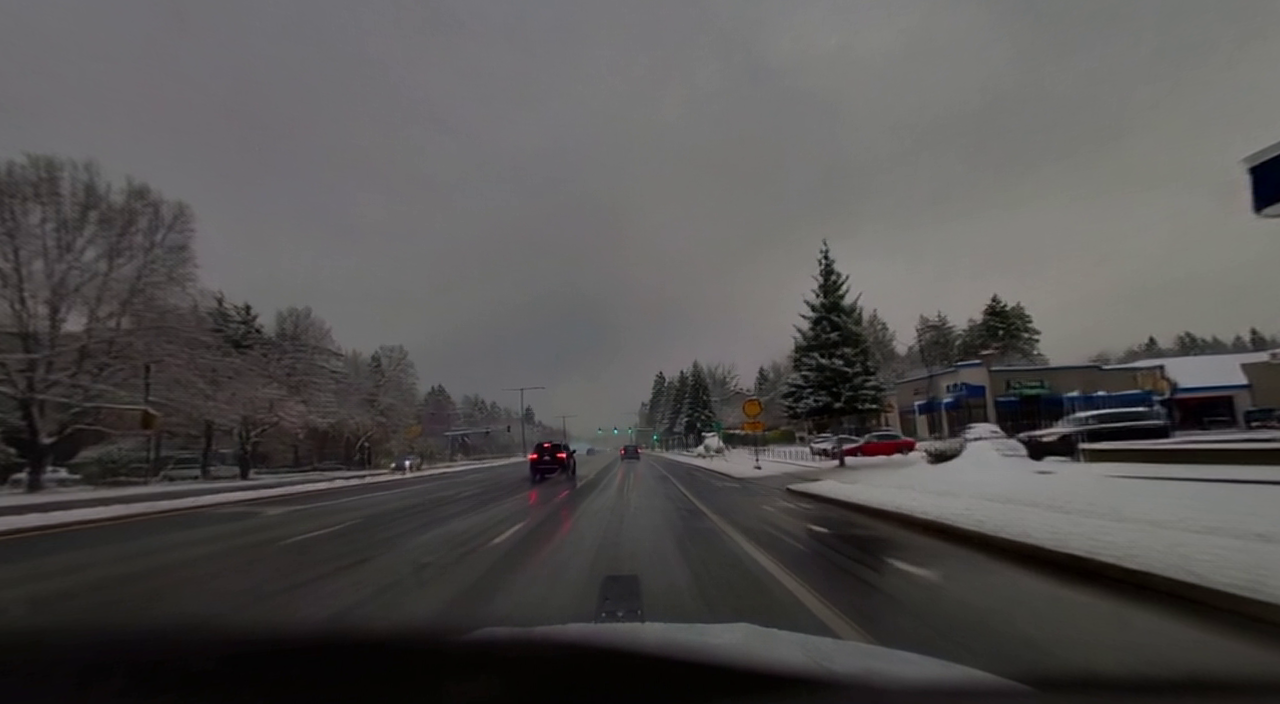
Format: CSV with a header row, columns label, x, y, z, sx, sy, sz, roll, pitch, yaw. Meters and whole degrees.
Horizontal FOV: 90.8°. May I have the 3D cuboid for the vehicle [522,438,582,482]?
label,x,y,z,sx,sy,sz,roll,pitch,yaw
vehicle,-3.786,4.743,27.969,1.985,1.772,4.479,-1,-9,0

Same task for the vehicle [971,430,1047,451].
label,x,y,z,sx,sy,sz,roll,pitch,yaw
vehicle,27.334,6.577,46.904,4.457,1.449,1.833,-2,-8,5

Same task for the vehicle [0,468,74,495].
label,x,y,z,sx,sy,sz,roll,pitch,yaw
vehicle,-44.385,9.372,46.054,1.947,1.712,4.853,0,-9,-3

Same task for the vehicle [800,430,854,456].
label,x,y,z,sx,sy,sz,roll,pitch,yaw
vehicle,14.103,6.818,47.641,3.562,1.693,1.876,2,-5,-27

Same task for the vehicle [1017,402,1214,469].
label,x,y,z,sx,sy,sz,roll,pitch,yaw
vehicle,14.336,2.645,19.585,2.041,1.793,5.054,0,-9,-2

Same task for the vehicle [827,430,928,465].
label,x,y,z,sx,sy,sz,roll,pitch,yaw
vehicle,12.903,5.212,34.556,4.612,1.491,2.061,-5,-8,1
